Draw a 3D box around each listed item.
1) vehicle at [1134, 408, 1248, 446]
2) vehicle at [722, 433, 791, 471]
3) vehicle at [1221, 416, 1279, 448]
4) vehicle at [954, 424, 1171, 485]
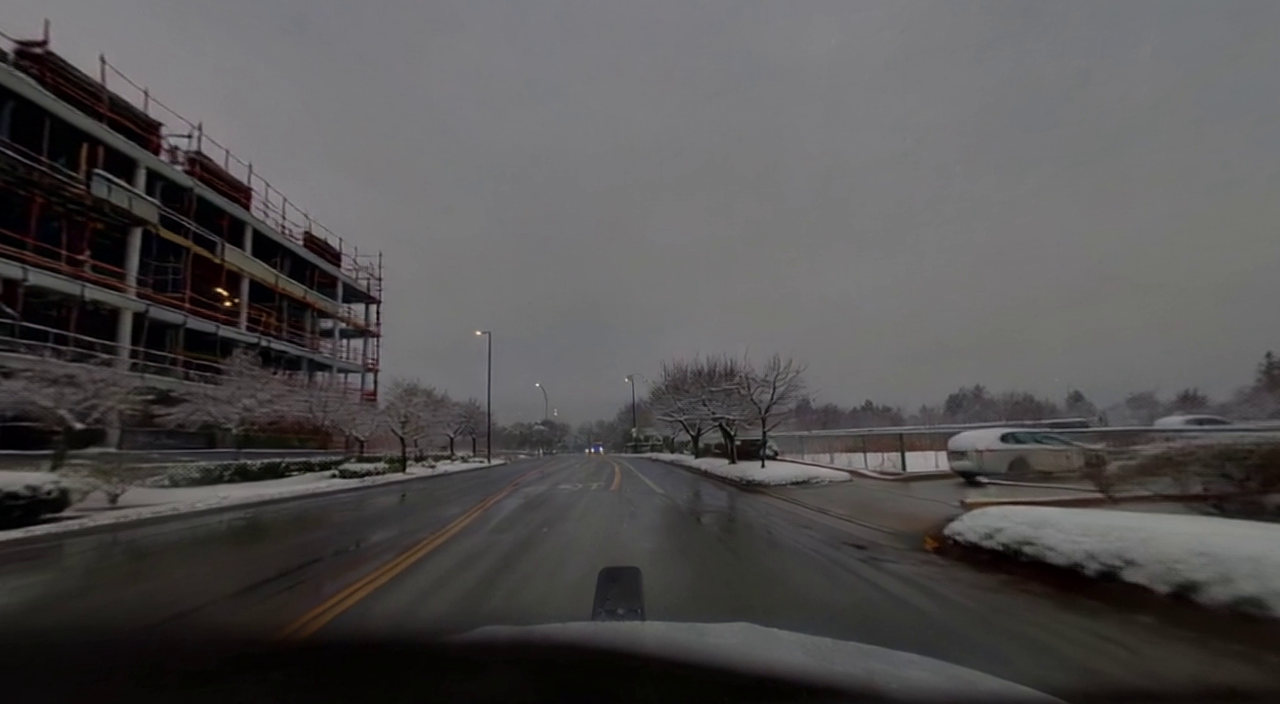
[{"bbox_3d":[29.815,4.141,34.372,1.923,1.823,4.343,-1,-9,-6],"label":"vehicle"},{"bbox_3d":[6.285,5.487,34.936,2.267,1.911,5.816,1,-8,-4],"label":"vehicle"},{"bbox_3d":[32.683,4.094,32.469,1.827,1.478,3.773,0,-5,-7],"label":"vehicle"},{"bbox_3d":[11.014,2.708,16.682,4.392,1.478,1.932,1,-9,-4],"label":"vehicle"}]
